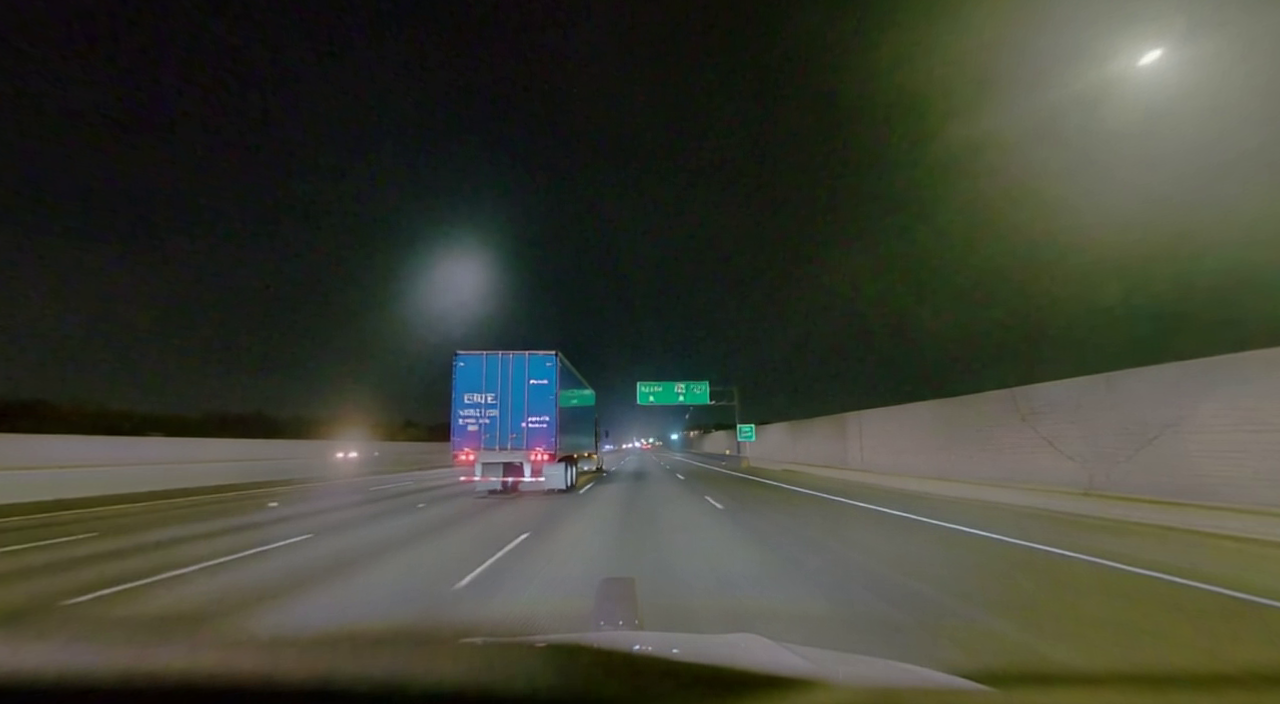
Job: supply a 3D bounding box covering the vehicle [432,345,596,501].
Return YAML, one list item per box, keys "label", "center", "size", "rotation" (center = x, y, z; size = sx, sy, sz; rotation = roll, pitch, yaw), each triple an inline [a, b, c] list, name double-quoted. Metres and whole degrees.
- label: "vehicle"
  center: [-3.568, 2.614, 21.525]
  size: [3.059, 3.956, 11.036]
  rotation: [0, -9, 1]
